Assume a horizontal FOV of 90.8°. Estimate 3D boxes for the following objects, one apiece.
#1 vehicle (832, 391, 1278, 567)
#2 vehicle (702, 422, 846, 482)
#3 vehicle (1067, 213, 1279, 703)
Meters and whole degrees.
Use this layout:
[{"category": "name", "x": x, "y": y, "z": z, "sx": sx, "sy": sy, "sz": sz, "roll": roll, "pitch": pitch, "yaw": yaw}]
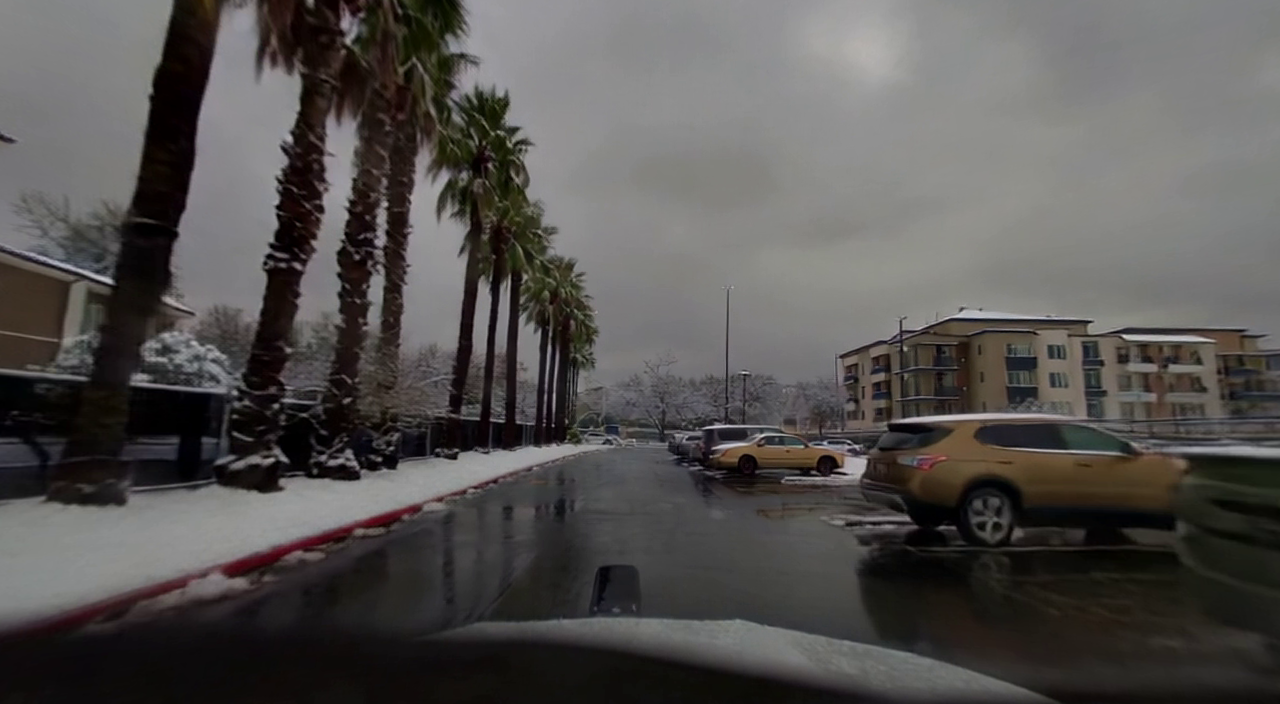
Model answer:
[{"category": "vehicle", "x": 5.258, "y": 1.649, "z": 8.668, "sx": 4.691, "sy": 1.877, "sz": 1.959, "roll": 2, "pitch": -8, "yaw": 4}, {"category": "vehicle", "x": 4.611, "y": 3.508, "z": 22.198, "sx": 4.609, "sy": 1.734, "sz": 1.909, "roll": 3, "pitch": -8, "yaw": 0}, {"category": "vehicle", "x": 5.134, "y": 0.636, "z": 2.235, "sx": 5.639, "sy": 2.033, "sz": 2.172, "roll": 2, "pitch": -7, "yaw": 3}]
